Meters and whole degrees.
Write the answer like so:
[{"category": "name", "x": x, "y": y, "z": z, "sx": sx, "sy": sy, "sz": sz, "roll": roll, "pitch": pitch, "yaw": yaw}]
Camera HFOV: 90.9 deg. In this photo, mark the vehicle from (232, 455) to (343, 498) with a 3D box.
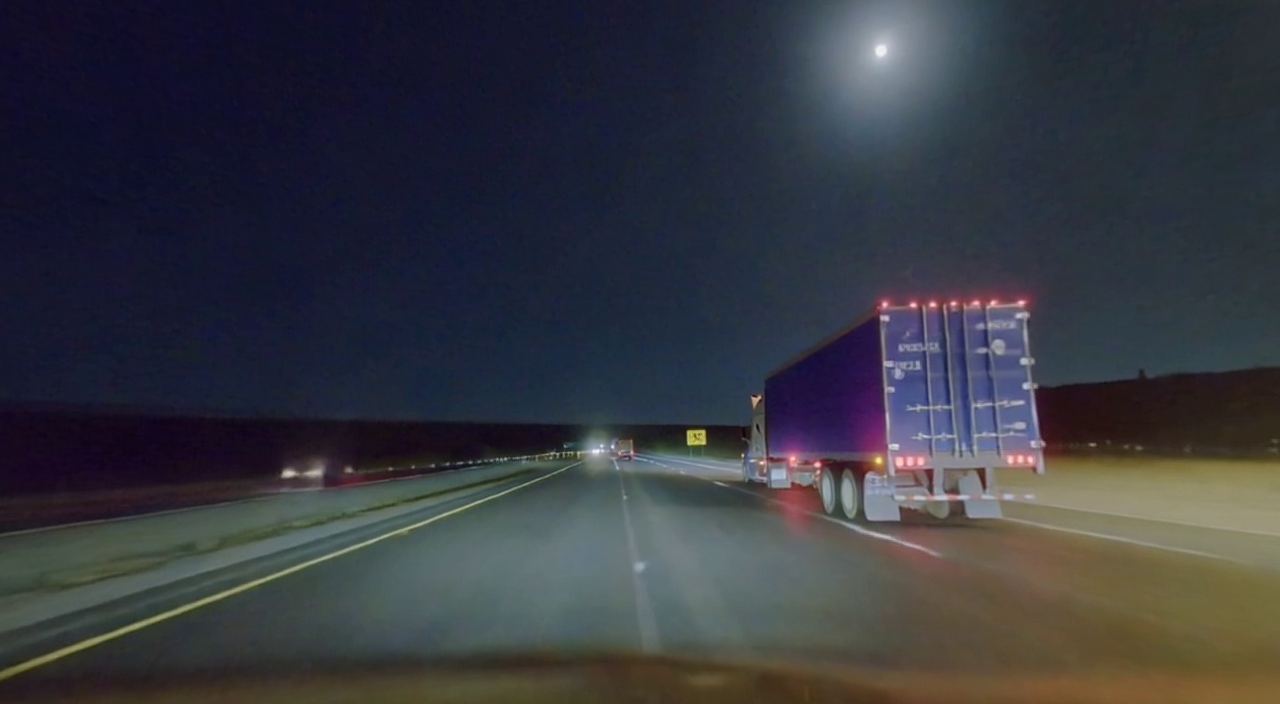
[{"category": "vehicle", "x": -13.305, "y": 4.688, "z": 24.110, "sx": 1.968, "sy": 1.454, "sz": 4.055, "roll": 0, "pitch": -9, "yaw": -2}]
